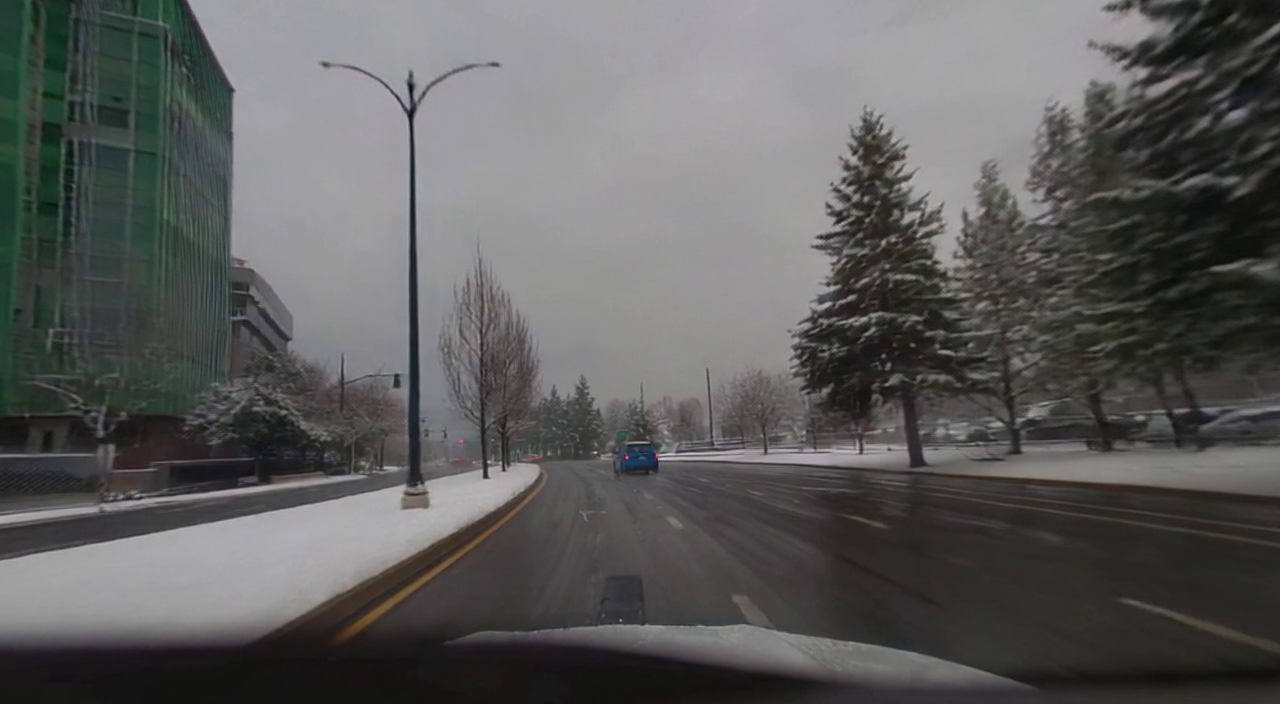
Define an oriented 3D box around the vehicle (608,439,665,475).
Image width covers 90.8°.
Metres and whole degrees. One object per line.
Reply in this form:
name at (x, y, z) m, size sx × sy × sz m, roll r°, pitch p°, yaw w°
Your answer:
vehicle at (-0.255, 5.300, 32.187) m, size 2.165 × 1.633 × 4.381 m, roll 1°, pitch -8°, yaw -10°
